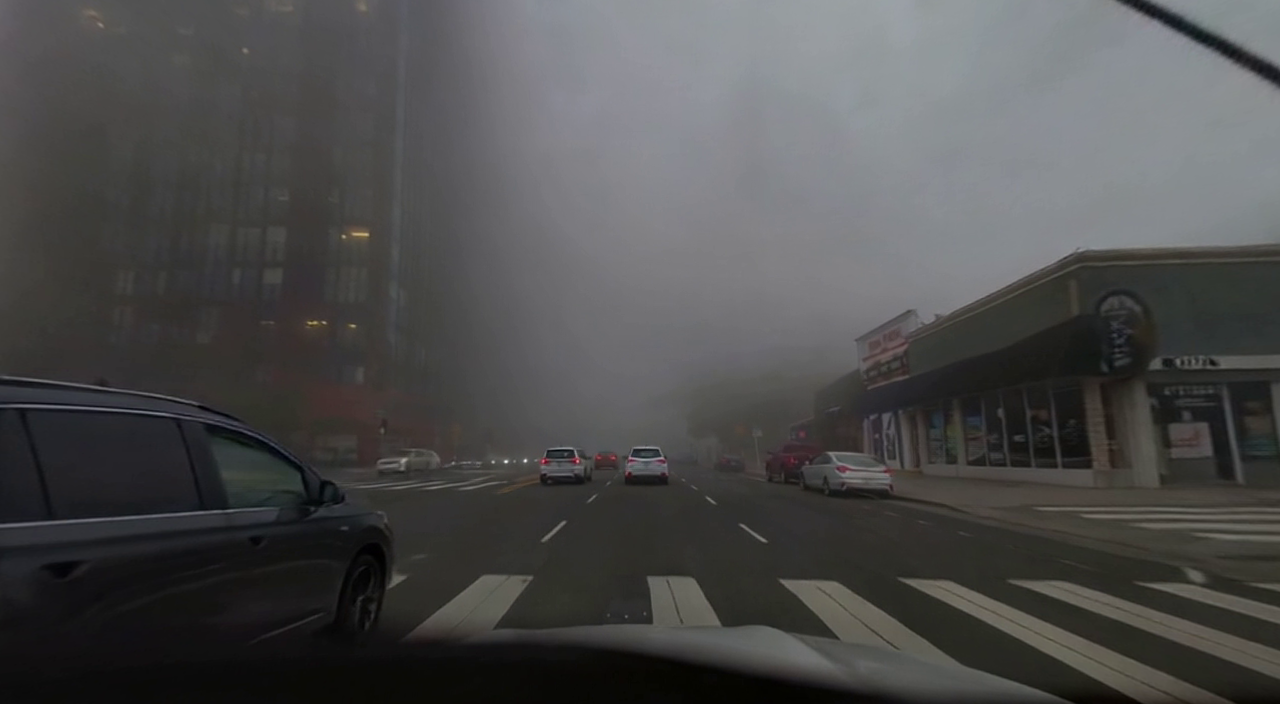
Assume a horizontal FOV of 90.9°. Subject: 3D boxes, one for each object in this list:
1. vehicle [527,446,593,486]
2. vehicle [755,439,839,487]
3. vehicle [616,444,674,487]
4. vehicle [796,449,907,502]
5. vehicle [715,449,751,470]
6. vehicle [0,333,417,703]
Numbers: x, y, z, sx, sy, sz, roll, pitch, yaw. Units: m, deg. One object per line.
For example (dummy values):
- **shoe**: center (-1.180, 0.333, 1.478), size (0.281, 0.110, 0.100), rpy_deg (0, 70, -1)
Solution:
- **vehicle**: center (-3.095, 4.477, 25.141), size (1.950, 1.450, 4.257), rpy_deg (0, -9, 2)
- **vehicle**: center (6.539, 4.675, 26.872), size (2.159, 1.817, 5.056), rpy_deg (0, -9, -1)
- **vehicle**: center (0.196, 4.278, 24.036), size (2.037, 1.484, 4.073), rpy_deg (0, -9, 0)
- **vehicle**: center (6.457, 3.794, 19.835), size (1.944, 1.462, 4.406), rpy_deg (0, -9, 0)
- **vehicle**: center (6.949, 8.103, 47.609), size (2.014, 1.495, 4.562), rpy_deg (0, -9, -1)
- **vehicle**: center (-2.926, 0.939, 2.978), size (2.049, 1.646, 4.445), rpy_deg (0, -9, 1)
